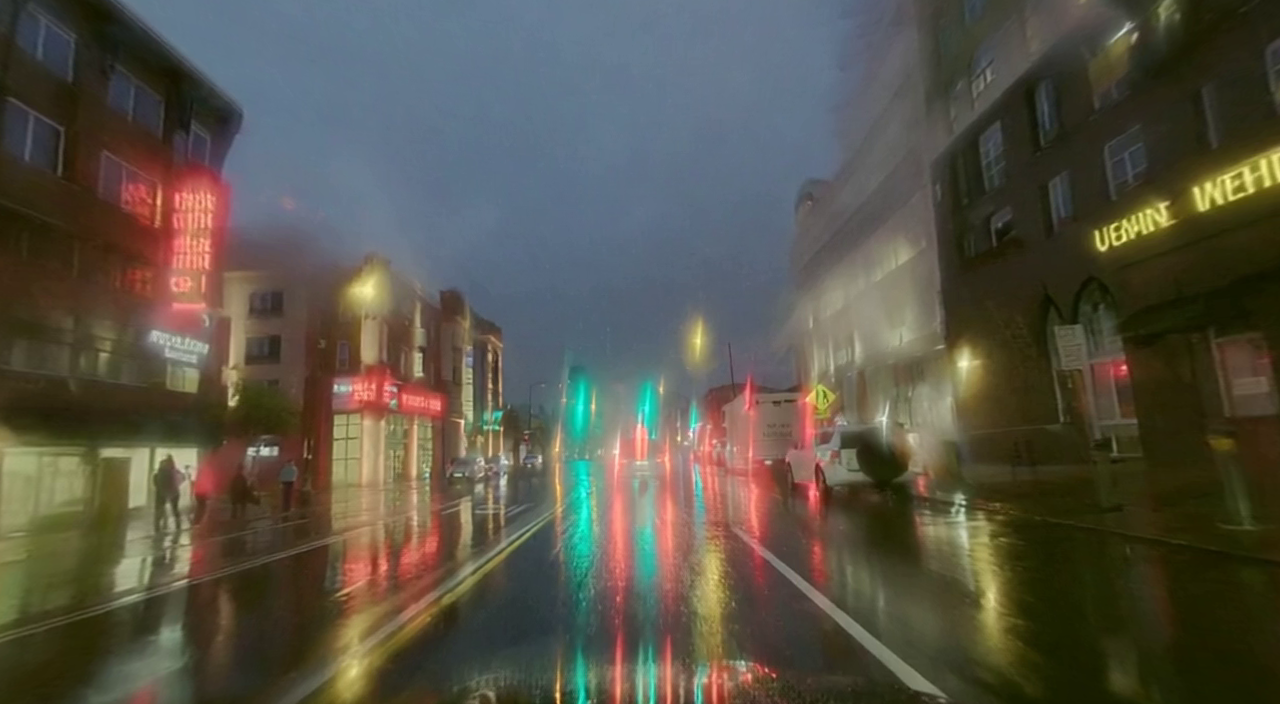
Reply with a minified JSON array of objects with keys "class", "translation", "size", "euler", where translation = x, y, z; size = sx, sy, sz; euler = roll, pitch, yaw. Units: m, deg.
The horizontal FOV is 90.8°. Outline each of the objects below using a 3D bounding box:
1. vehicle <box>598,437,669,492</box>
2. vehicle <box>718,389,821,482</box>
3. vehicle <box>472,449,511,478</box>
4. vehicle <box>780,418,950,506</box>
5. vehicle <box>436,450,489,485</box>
[{"class":"vehicle","translation":[-0.182,3.604,20.600],"size":[2.086,1.575,4.205],"euler":[0,-8,0]},{"class":"vehicle","translation":[5.459,3.763,28.110],"size":[2.893,3.553,7.295],"euler":[0,-8,-1]},{"class":"vehicle","translation":[-11.284,8.469,48.257],"size":[1.872,1.731,4.656],"euler":[-4,-6,-1]},{"class":"vehicle","translation":[5.606,2.850,16.896],"size":[2.367,1.917,5.810],"euler":[0,-8,0]},{"class":"vehicle","translation":[-11.234,7.312,40.316],"size":[2.055,1.685,4.370],"euler":[-5,-6,0]}]
